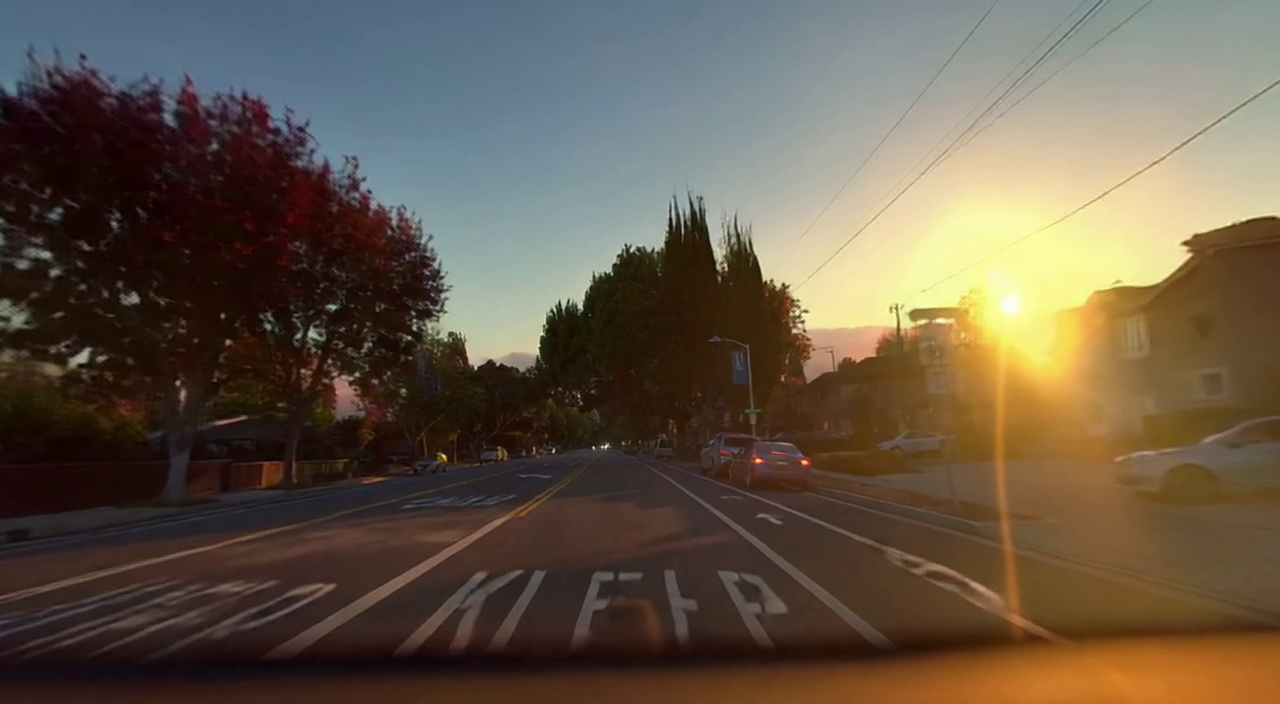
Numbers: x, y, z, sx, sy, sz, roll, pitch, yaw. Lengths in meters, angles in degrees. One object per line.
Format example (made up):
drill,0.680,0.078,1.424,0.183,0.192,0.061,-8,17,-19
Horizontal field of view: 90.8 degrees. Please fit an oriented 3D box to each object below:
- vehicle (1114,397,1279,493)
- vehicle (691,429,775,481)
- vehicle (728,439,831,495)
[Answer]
vehicle,11.505,1.685,11.463,4.492,1.619,1.849,-7,-11,37
vehicle,3.590,4.153,25.758,2.293,1.858,5.868,0,-8,-2
vehicle,4.045,3.403,19.097,1.919,1.474,4.370,0,-8,-3
